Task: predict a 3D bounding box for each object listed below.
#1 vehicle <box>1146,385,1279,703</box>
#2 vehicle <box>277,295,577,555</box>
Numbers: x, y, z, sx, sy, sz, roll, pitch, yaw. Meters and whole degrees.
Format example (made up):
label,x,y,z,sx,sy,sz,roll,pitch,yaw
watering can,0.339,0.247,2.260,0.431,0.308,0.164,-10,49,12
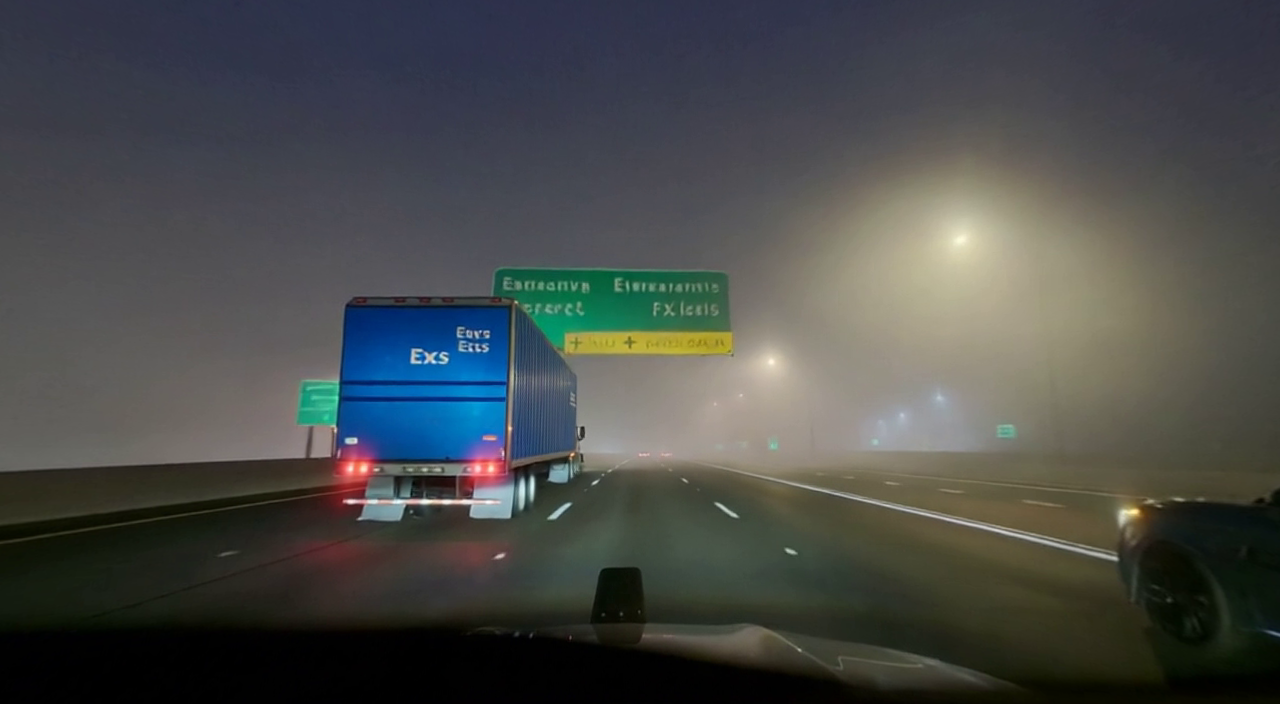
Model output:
label,x,y,z,sx,sy,sz,roll,pitch,yaw
vehicle,3.744,0.666,1.012,2.044,1.558,4.577,0,-9,0
vehicle,-3.206,1.566,12.578,2.922,3.458,8.360,0,-9,1
